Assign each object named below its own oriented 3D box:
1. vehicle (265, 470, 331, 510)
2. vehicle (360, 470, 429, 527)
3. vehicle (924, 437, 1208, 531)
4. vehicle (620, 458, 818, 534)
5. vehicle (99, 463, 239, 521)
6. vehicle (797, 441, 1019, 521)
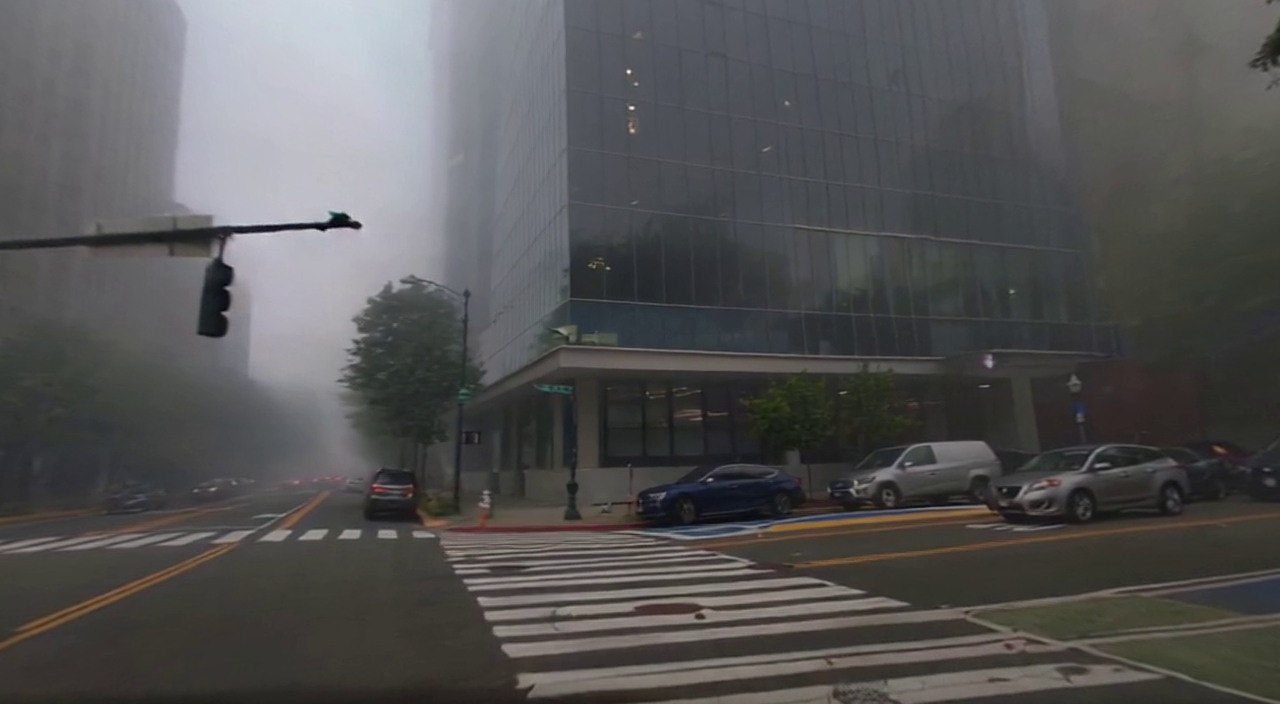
[{"bbox_3d":[-16.564,6.675,30.822,2.025,1.625,4.596,3,-10,-19],"label":"vehicle"},{"bbox_3d":[-9.553,5.634,24.812,2.174,1.780,5.051,3,-10,-19],"label":"vehicle"},{"bbox_3d":[8.359,2.506,12.470,4.888,1.558,2.017,3,-10,-20],"label":"vehicle"},{"bbox_3d":[2.047,3.784,16.690,4.705,1.732,1.996,3,-15,-21],"label":"vehicle"},{"bbox_3d":[-20.130,5.934,27.543,2.810,2.036,6.550,3,-10,-18],"label":"vehicle"},{"bbox_3d":[8.058,3.775,19.030,6.107,2.086,2.348,3,-10,-21],"label":"vehicle"}]
